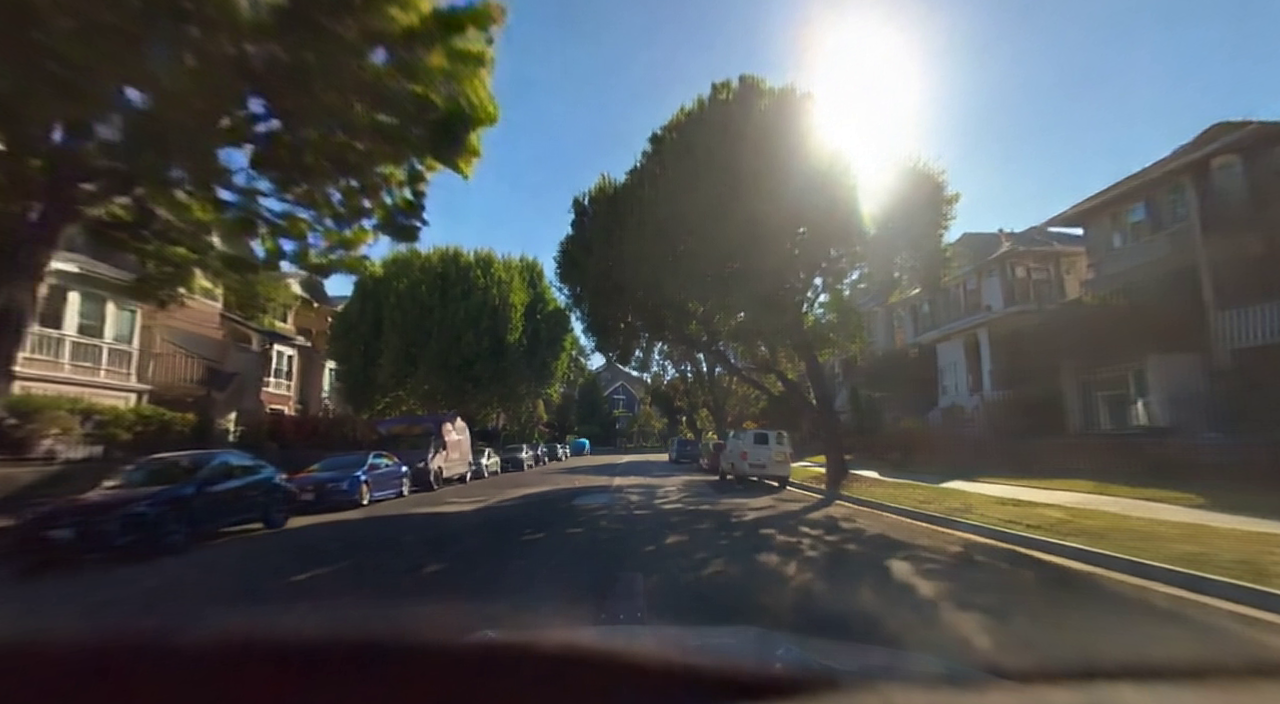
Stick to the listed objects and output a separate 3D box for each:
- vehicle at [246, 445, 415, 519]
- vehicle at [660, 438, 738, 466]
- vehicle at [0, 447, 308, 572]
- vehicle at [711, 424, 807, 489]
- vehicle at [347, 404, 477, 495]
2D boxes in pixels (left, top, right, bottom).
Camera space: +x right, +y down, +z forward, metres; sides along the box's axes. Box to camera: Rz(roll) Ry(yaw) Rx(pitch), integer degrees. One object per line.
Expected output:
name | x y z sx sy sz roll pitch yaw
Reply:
vehicle | -7.213 3.024 15.247 1.953 1.501 4.125 -1 -8 1
vehicle | 3.844 6.555 41.364 4.726 1.731 2.075 -5 -10 33
vehicle | -7.232 2.250 9.810 1.832 1.483 4.140 -1 -9 0
vehicle | 3.925 3.559 21.744 2.216 1.955 4.970 0 -8 -2
vehicle | -7.515 3.391 21.619 2.341 2.674 5.753 -1 -10 -1
